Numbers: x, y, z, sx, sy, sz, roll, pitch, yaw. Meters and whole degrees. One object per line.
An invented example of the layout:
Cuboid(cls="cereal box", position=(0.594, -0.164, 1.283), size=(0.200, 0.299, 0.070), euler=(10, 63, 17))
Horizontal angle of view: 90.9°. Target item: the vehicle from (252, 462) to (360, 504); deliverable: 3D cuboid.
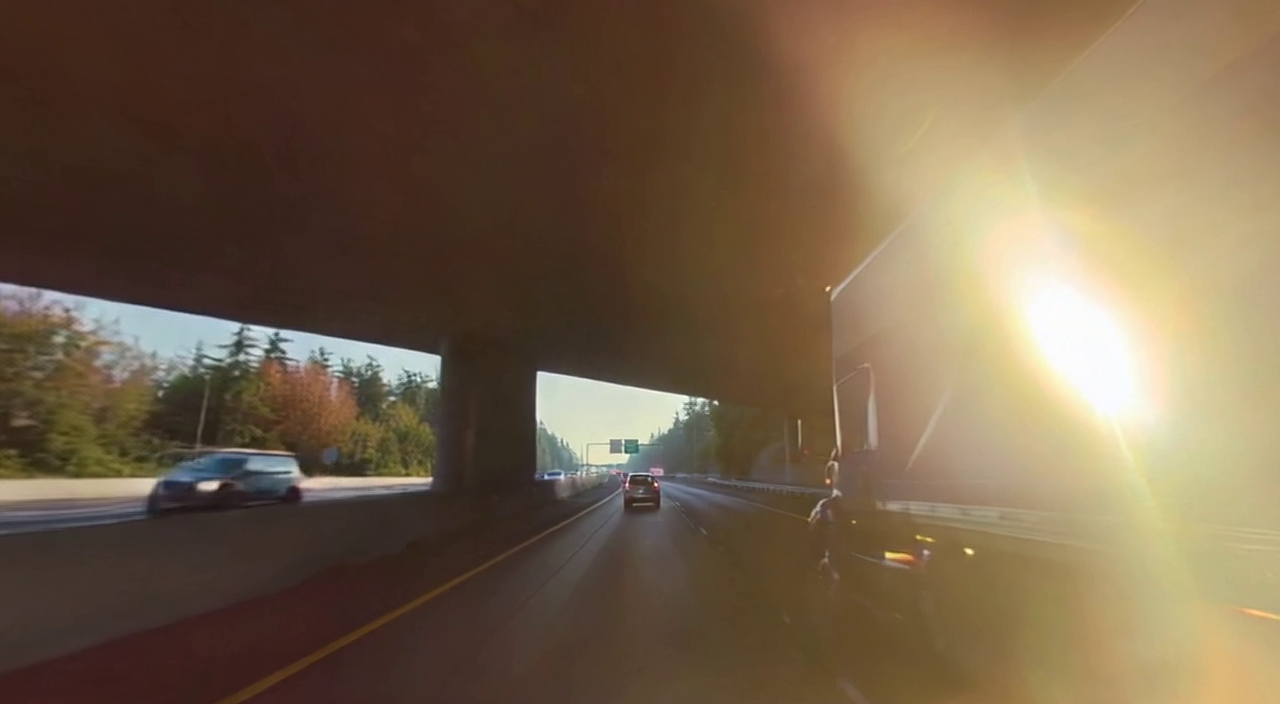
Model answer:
Cuboid(cls="vehicle", position=(-12.944, 5.085, 24.744), size=(1.756, 1.448, 4.305), euler=(1, -10, 1))

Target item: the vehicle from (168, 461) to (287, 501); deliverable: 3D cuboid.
Cuboid(cls="vehicle", position=(-16.818, 5.272, 25.965), size=(1.983, 1.469, 4.165), euler=(1, -10, 1))

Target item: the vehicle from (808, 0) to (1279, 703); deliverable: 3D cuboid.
Cuboid(cls="vehicle", position=(4.196, 0.503, 5.238), size=(2.980, 3.834, 9.423), euler=(1, -10, 0))

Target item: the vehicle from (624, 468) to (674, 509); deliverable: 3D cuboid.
Cuboid(cls="vehicle", position=(0.422, 6.223, 29.118), size=(2.124, 1.653, 4.857), euler=(1, -10, 1))
